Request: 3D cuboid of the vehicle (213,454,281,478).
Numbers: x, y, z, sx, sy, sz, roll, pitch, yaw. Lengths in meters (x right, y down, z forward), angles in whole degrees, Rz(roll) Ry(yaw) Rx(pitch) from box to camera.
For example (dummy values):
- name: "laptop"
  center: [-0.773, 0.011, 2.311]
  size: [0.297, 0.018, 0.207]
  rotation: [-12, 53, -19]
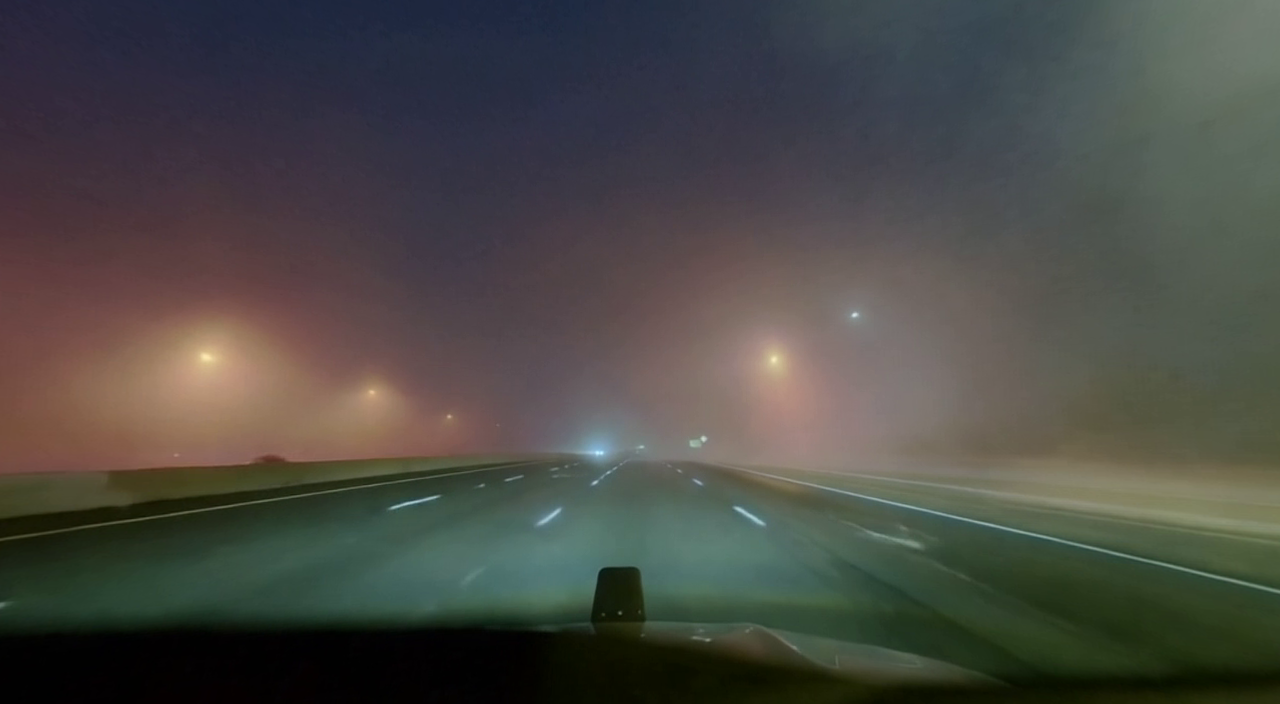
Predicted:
- name: "vehicle"
  center: [-28.103, 8.162, 45.243]
  size: [1.894, 1.521, 4.466]
  rotation: [0, -9, 1]
